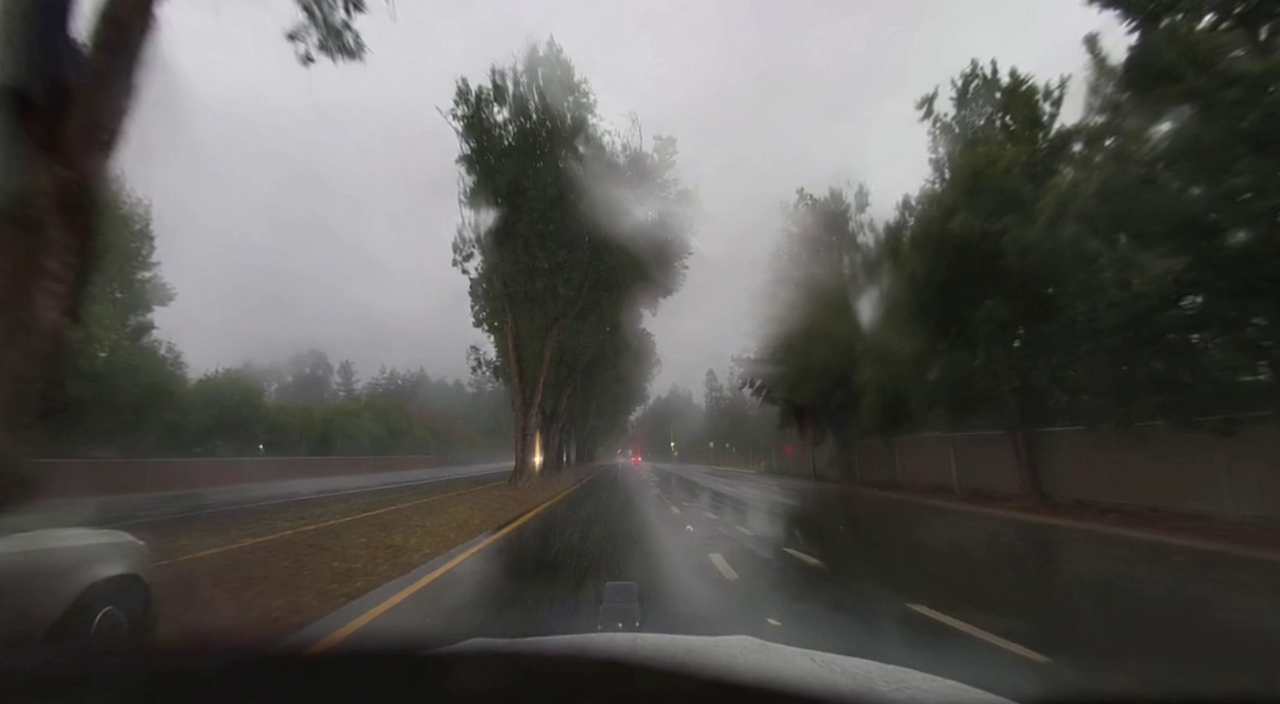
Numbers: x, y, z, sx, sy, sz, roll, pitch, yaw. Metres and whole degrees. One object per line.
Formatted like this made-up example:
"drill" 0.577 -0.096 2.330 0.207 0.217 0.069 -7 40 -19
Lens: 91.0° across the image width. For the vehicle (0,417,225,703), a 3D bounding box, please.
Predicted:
"vehicle" -3.994 0.923 2.028 2.120 1.488 4.766 0 -8 -1
